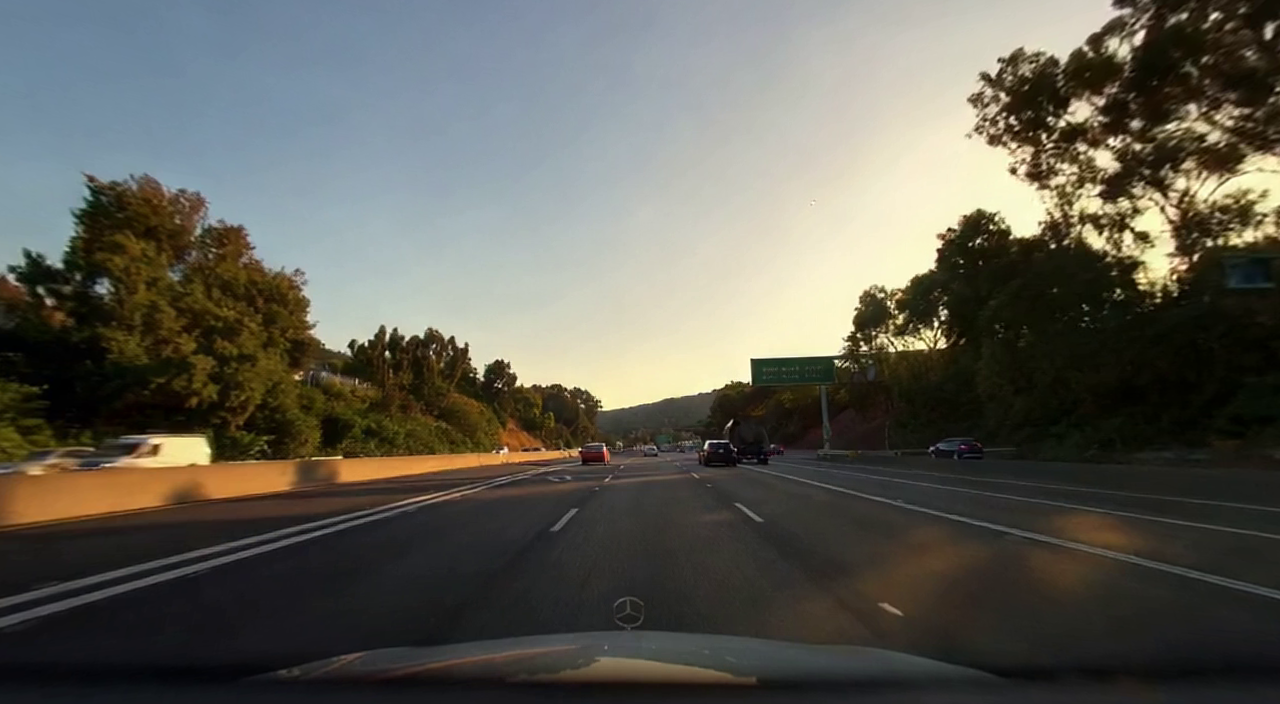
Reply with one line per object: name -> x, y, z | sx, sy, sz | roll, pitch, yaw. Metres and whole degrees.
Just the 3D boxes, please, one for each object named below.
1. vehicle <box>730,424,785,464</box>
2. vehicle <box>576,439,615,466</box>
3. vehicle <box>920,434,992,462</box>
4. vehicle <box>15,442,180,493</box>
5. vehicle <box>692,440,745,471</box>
vehicle -> 8.109, 6.436, 44.139 | 2.729, 2.628, 4.875 | 0, -9, -2
vehicle -> -2.727, 6.253, 39.333 | 2.060, 1.587, 4.093 | 0, -9, 1
vehicle -> 23.934, 7.301, 48.064 | 2.221, 1.995, 5.803 | 0, -9, -3
vehicle -> -23.298, 4.945, 27.502 | 2.308, 1.943, 5.444 | 0, -9, 1
vehicle -> 3.944, 5.303, 32.536 | 2.080, 1.493, 4.674 | 0, -9, 0
